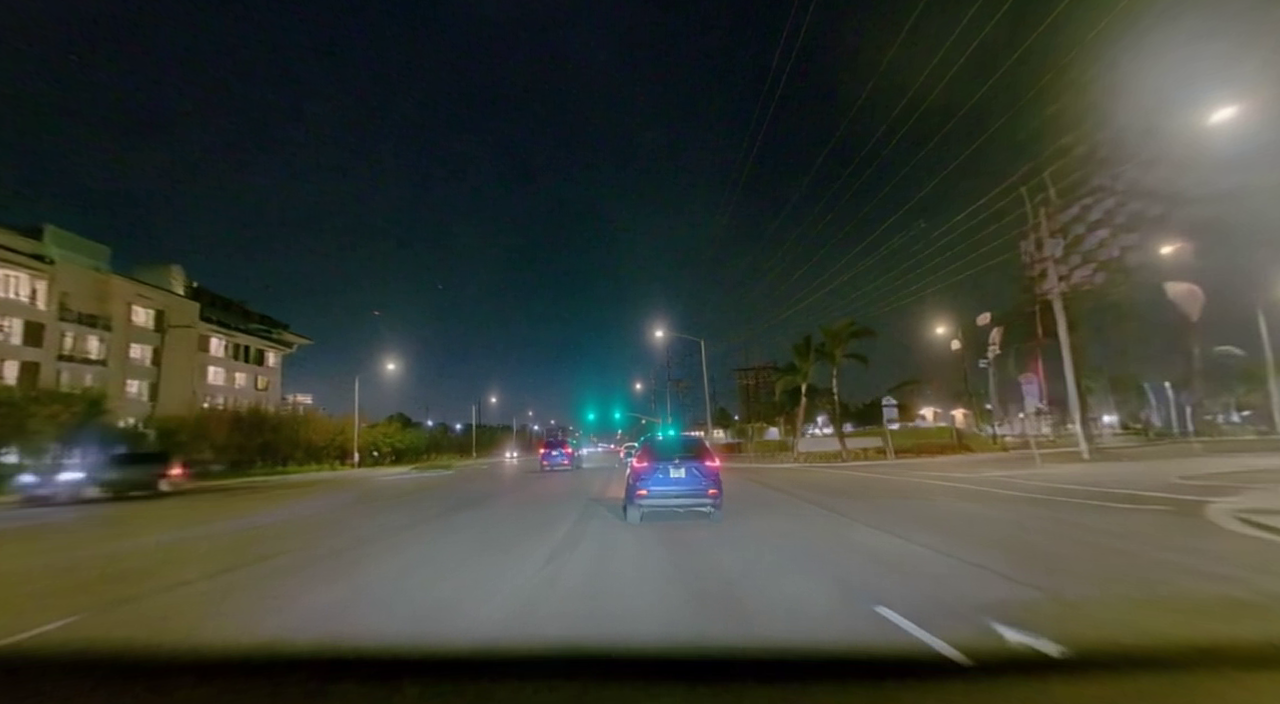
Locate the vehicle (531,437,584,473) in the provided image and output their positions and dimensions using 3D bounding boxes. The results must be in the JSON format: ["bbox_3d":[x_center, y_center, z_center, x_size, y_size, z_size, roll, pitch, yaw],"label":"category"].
[{"bbox_3d":[-4.342,5.514,33.830,2.169,1.796,4.821,0,-9,0],"label":"vehicle"}]

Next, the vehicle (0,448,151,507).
[{"bbox_3d":[-19.433,4.142,21.318,2.054,1.765,4.700,0,-9,-2],"label":"vehicle"}]

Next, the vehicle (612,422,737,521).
[{"bbox_3d":[0.511,2.428,13.216,2.198,1.706,4.166,0,-9,-3],"label":"vehicle"}]
